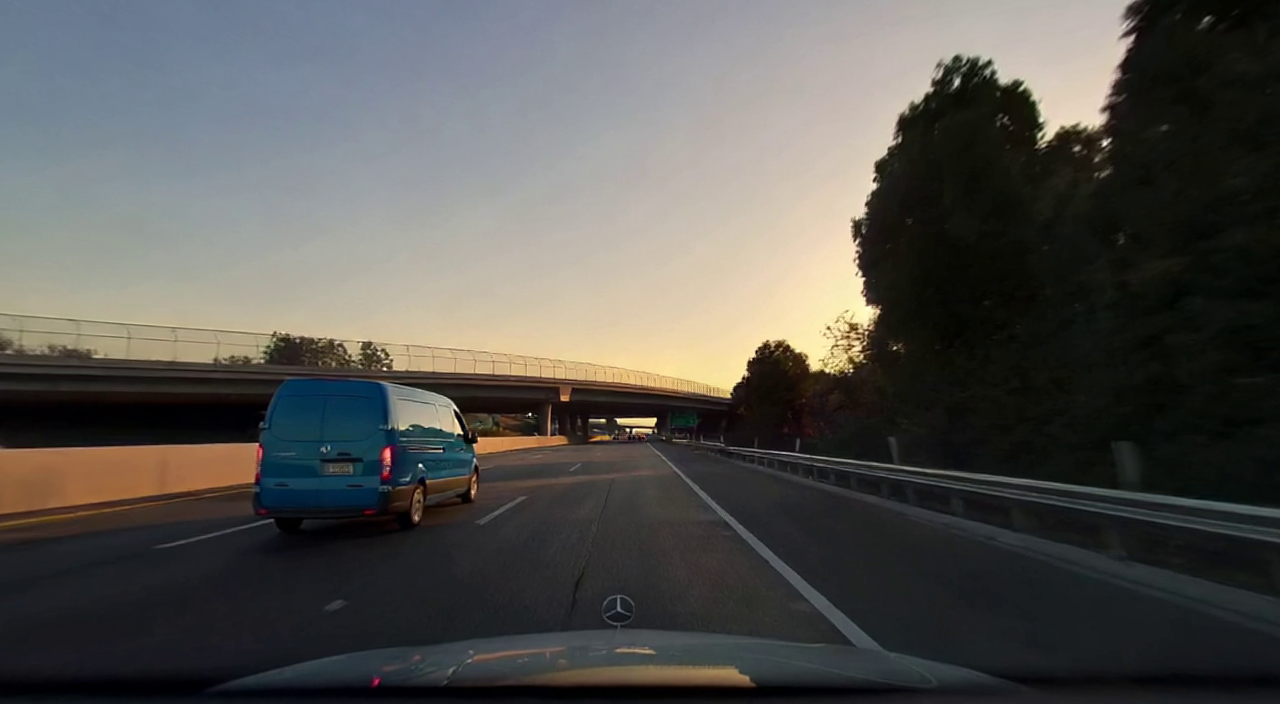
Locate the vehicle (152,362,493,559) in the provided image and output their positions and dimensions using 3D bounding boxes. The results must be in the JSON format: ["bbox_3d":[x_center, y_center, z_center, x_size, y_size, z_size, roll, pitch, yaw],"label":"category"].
[{"bbox_3d":[-3.896,1.461,9.087,2.309,2.053,4.884,0,-8,1],"label":"vehicle"}]
